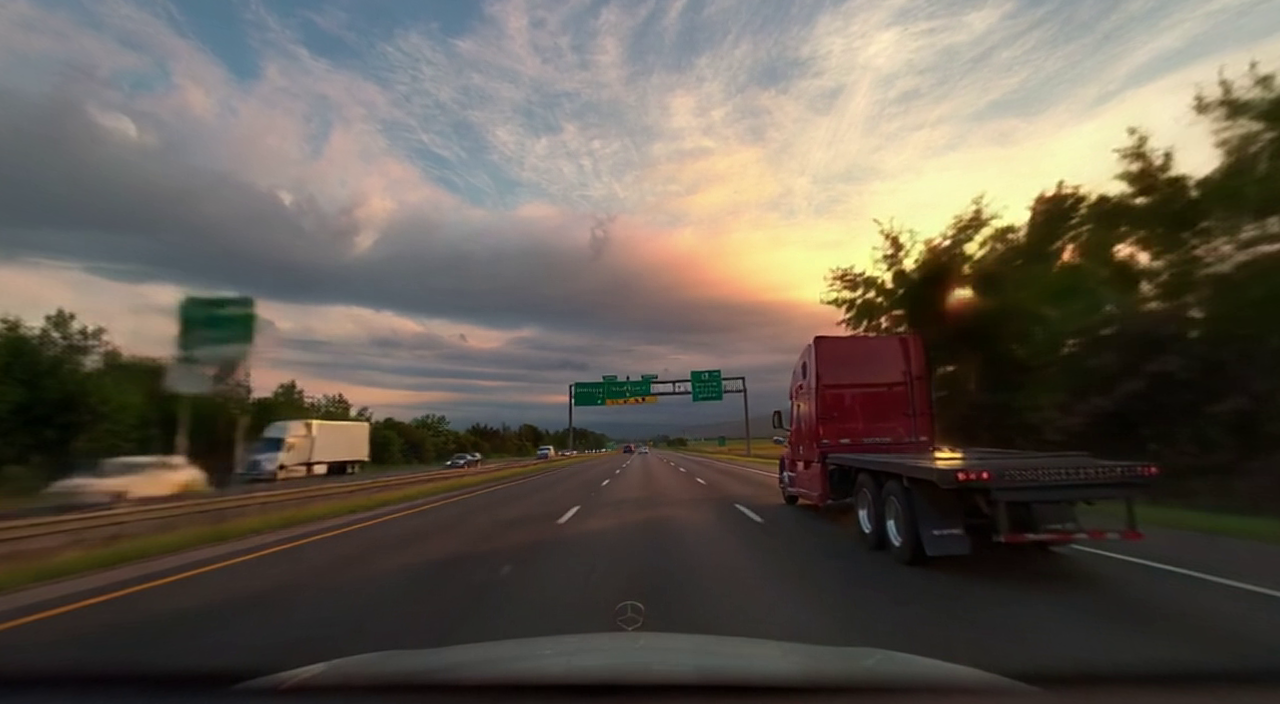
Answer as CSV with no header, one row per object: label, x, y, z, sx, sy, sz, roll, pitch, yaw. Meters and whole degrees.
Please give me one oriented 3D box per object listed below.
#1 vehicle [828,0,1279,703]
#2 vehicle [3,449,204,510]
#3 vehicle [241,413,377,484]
vehicle,4.105,-0.377,1.923,3.060,4.100,13.141,0,-9,0
vehicle,-14.622,3.467,17.577,1.869,1.464,4.207,0,-9,0
vehicle,-19.223,5.752,37.549,2.933,3.652,9.374,0,-9,0
